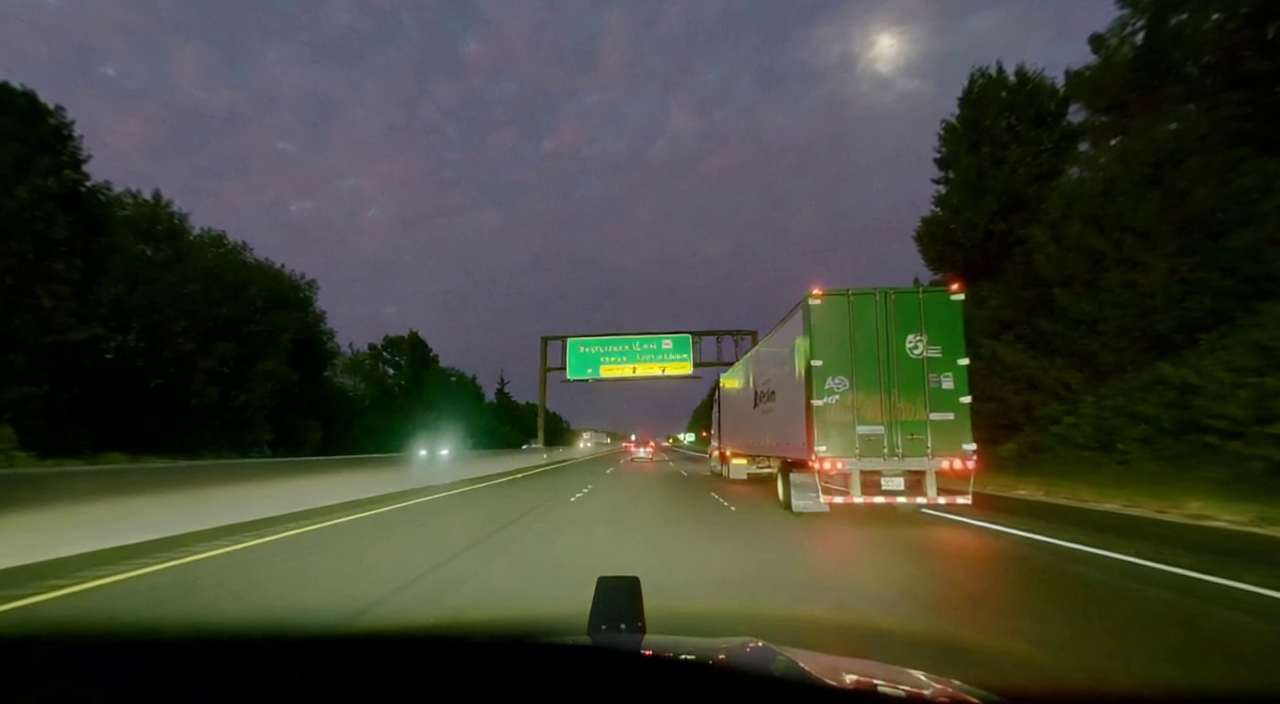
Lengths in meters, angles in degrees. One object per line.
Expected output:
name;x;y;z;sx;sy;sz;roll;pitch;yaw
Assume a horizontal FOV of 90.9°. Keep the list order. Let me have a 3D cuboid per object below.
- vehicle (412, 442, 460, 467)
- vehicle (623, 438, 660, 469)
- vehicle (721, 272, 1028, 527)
vehicle;-14.961;7.538;46.401;1.894;1.765;4.604;0;-9;1
vehicle;0.073;6.036;37.555;2.067;1.690;3.901;0;-9;0
vehicle;4.512;1.747;16.818;3.011;4.028;13.890;0;-9;1
